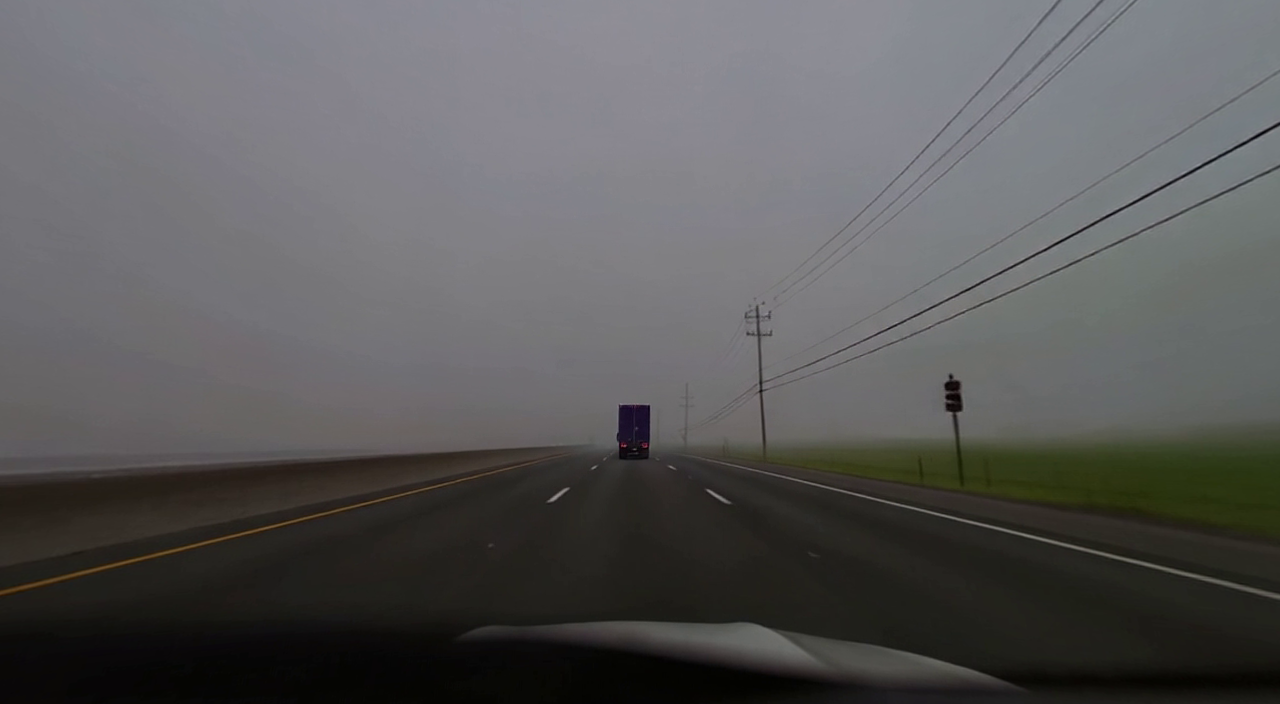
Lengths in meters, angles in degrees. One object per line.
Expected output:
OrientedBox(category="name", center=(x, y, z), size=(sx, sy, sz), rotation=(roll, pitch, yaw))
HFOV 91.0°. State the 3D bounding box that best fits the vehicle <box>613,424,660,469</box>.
OrientedBox(category="vehicle", center=(-0.263, 4.885, 32.753), size=(2.240, 2.129, 4.480), rotation=(0, -8, -2))
